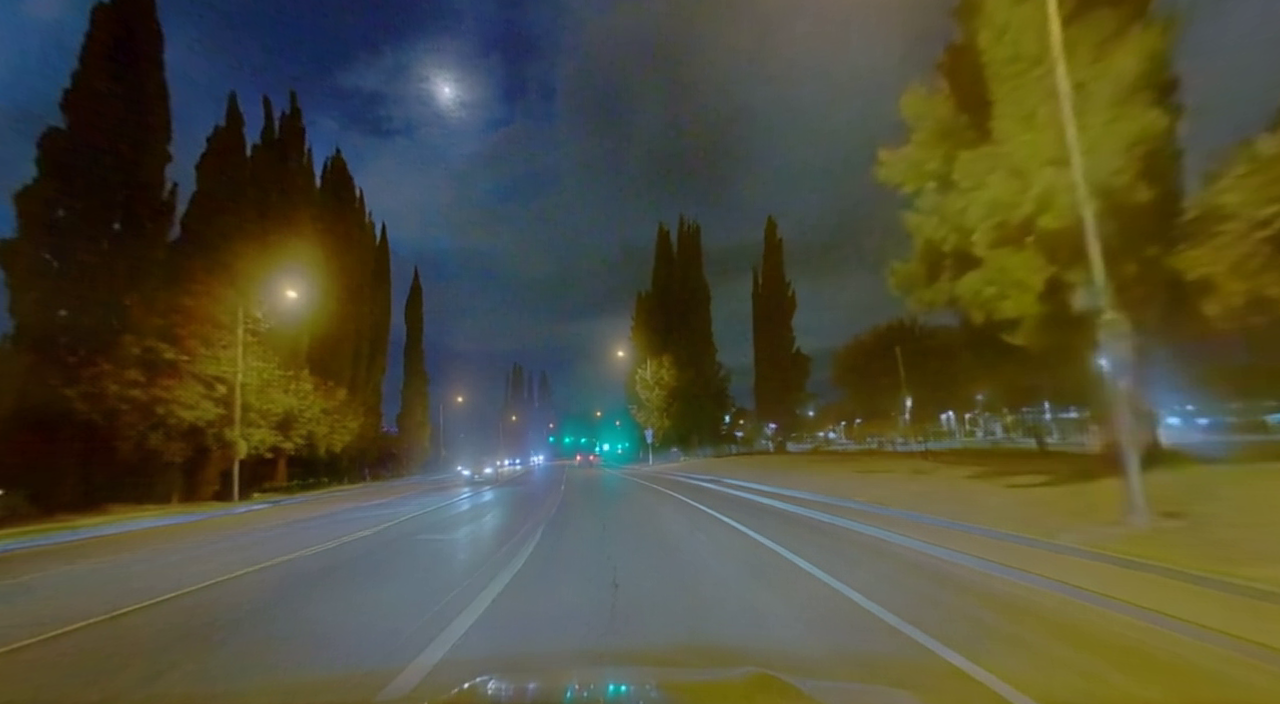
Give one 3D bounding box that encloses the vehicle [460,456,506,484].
[{"bbox_3d":[-9.371,7.062,38.034,2.033,1.511,4.247,1,-9,-6],"label":"vehicle"}]
